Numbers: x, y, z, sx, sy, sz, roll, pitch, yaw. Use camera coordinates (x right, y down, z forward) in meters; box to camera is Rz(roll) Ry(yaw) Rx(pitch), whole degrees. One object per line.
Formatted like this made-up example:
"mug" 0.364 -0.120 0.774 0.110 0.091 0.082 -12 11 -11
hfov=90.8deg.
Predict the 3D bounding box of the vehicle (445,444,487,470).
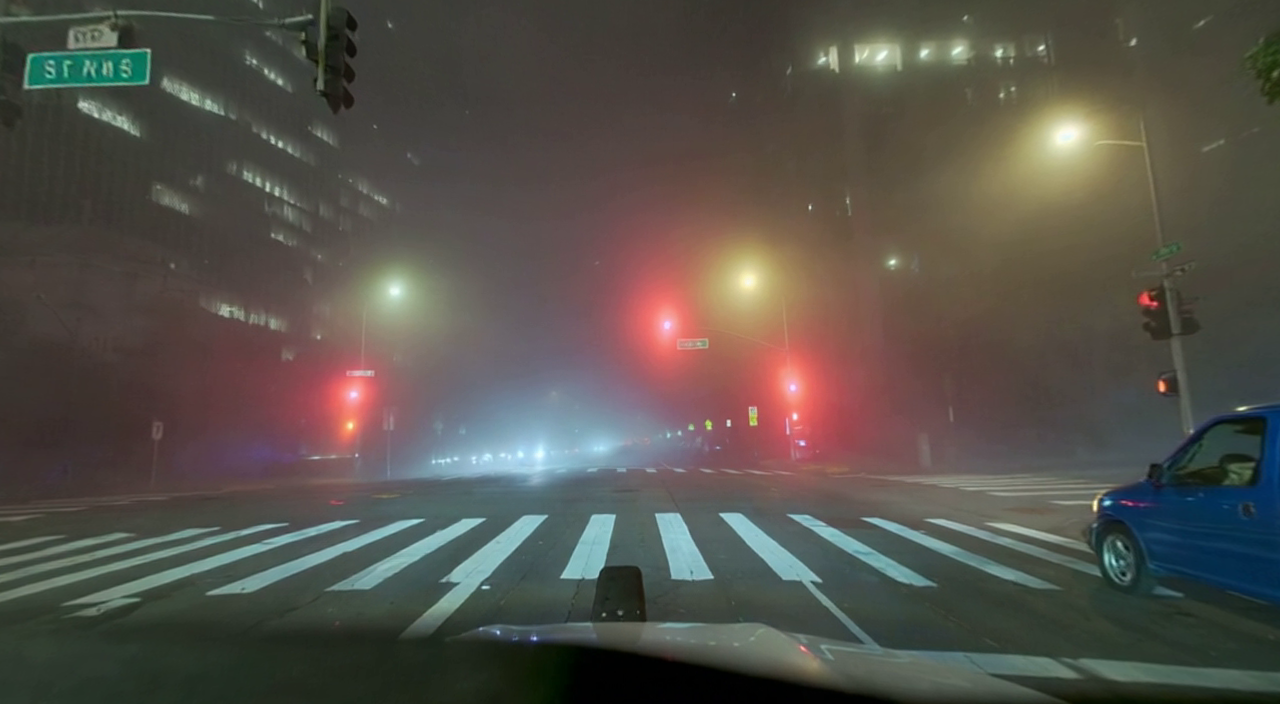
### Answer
"vehicle" -12.425 7.507 45.383 1.935 1.639 4.244 -3 -8 -2

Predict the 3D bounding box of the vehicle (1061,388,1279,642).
"vehicle" 5.641 1.133 4.292 2.070 1.804 4.881 0 -8 -2
